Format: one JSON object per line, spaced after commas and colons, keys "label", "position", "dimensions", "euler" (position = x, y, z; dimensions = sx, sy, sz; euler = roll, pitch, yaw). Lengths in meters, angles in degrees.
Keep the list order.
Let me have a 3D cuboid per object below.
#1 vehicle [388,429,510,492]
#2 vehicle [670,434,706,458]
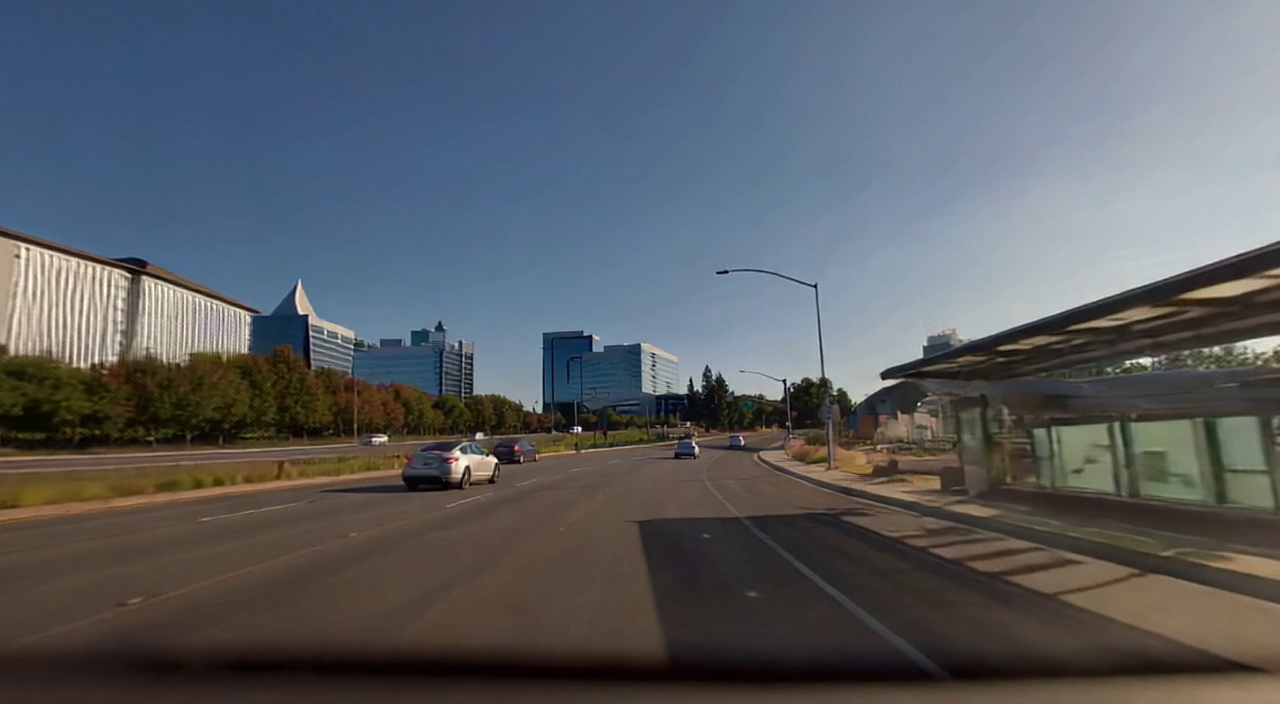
{"label": "vehicle", "position": [-5.789, 3.357, 19.872], "dimensions": [2.181, 1.728, 4.515], "euler": [-1, -8, 4]}
{"label": "vehicle", "position": [3.828, 7.349, 49.475], "dimensions": [2.345, 1.803, 4.261], "euler": [-2, -8, 10]}
